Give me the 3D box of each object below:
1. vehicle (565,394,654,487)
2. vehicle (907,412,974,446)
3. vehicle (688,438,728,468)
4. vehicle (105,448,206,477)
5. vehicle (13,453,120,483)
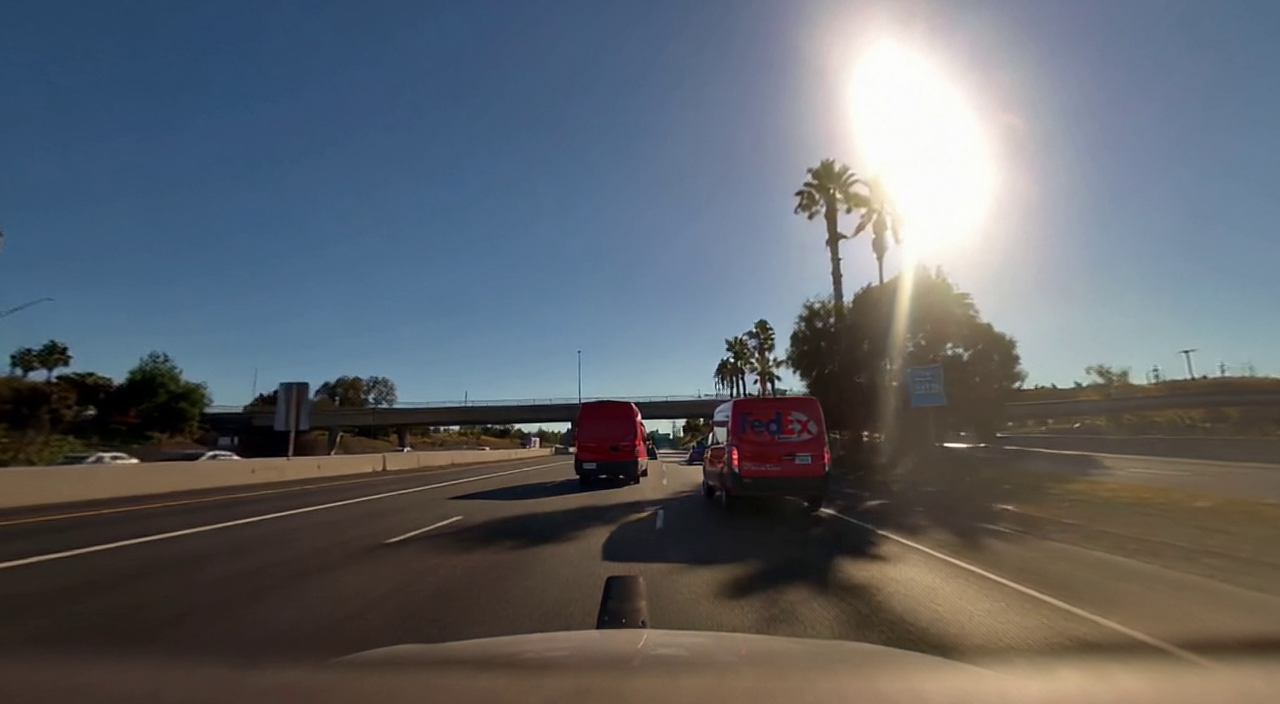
[{"bbox_3d":[-0.866,3.088,21.871,2.476,2.776,5.598,0,-8,3],"label":"vehicle"},{"bbox_3d":[21.516,5.620,45.250,2.445,2.240,5.659,-1,-8,5],"label":"vehicle"},{"bbox_3d":[3.911,5.877,36.674,1.987,1.648,3.984,0,-8,2],"label":"vehicle"},{"bbox_3d":[-28.678,6.524,37.415,2.009,1.600,4.743,-1,-9,4],"label":"vehicle"},{"bbox_3d":[-32.992,6.645,36.322,1.835,1.559,4.456,0,-9,3],"label":"vehicle"}]
